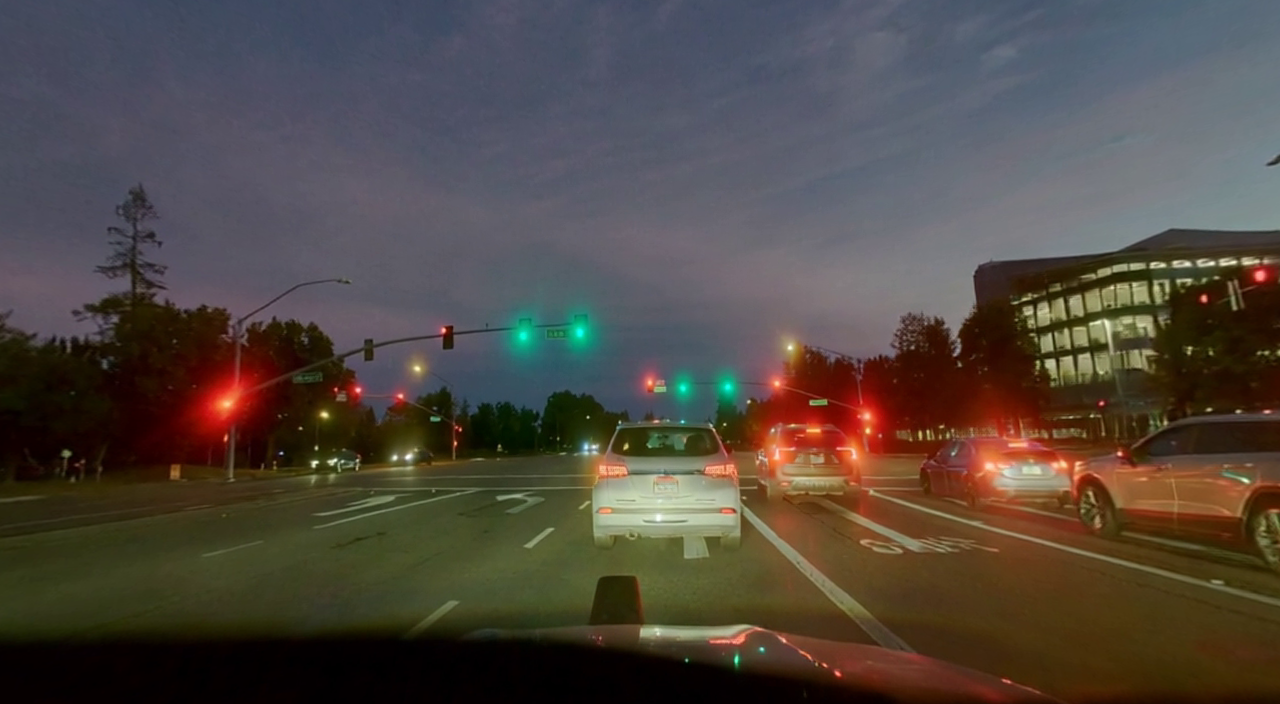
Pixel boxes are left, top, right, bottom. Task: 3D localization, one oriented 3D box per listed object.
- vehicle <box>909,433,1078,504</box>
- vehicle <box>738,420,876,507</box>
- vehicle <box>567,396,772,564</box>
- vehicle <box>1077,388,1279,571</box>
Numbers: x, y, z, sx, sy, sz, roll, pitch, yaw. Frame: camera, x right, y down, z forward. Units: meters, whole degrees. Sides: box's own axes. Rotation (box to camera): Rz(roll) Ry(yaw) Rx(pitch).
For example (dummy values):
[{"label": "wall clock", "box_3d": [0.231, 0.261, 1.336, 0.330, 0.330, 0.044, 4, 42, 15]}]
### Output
[{"label": "vehicle", "box_3d": [8.309, 2.775, 15.406, 1.862, 1.471, 4.297, -1, -9, 4]}, {"label": "vehicle", "box_3d": [3.776, 2.646, 15.316, 2.188, 1.774, 4.646, -1, -9, 2]}, {"label": "vehicle", "box_3d": [0.278, 1.706, 8.994, 2.211, 1.795, 4.179, 0, -9, -1]}, {"label": "vehicle", "box_3d": [7.376, 1.357, 6.880, 2.074, 1.791, 4.393, 0, -9, 1]}]
